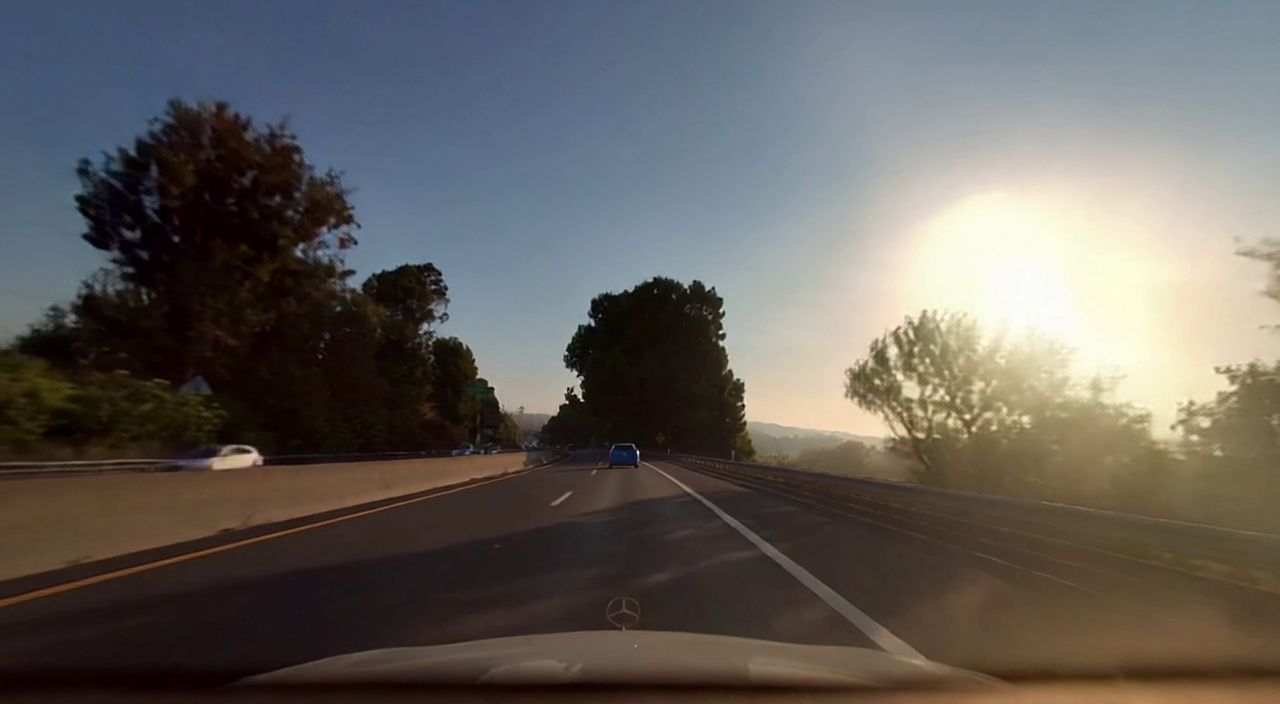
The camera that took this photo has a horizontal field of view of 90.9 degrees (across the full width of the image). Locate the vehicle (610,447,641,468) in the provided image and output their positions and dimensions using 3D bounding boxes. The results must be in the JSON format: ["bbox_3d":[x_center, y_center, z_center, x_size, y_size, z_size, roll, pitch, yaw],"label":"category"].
[{"bbox_3d":[-1.077,7.469,44.839,2.126,1.411,4.433,0,-9,-2],"label":"vehicle"}]
